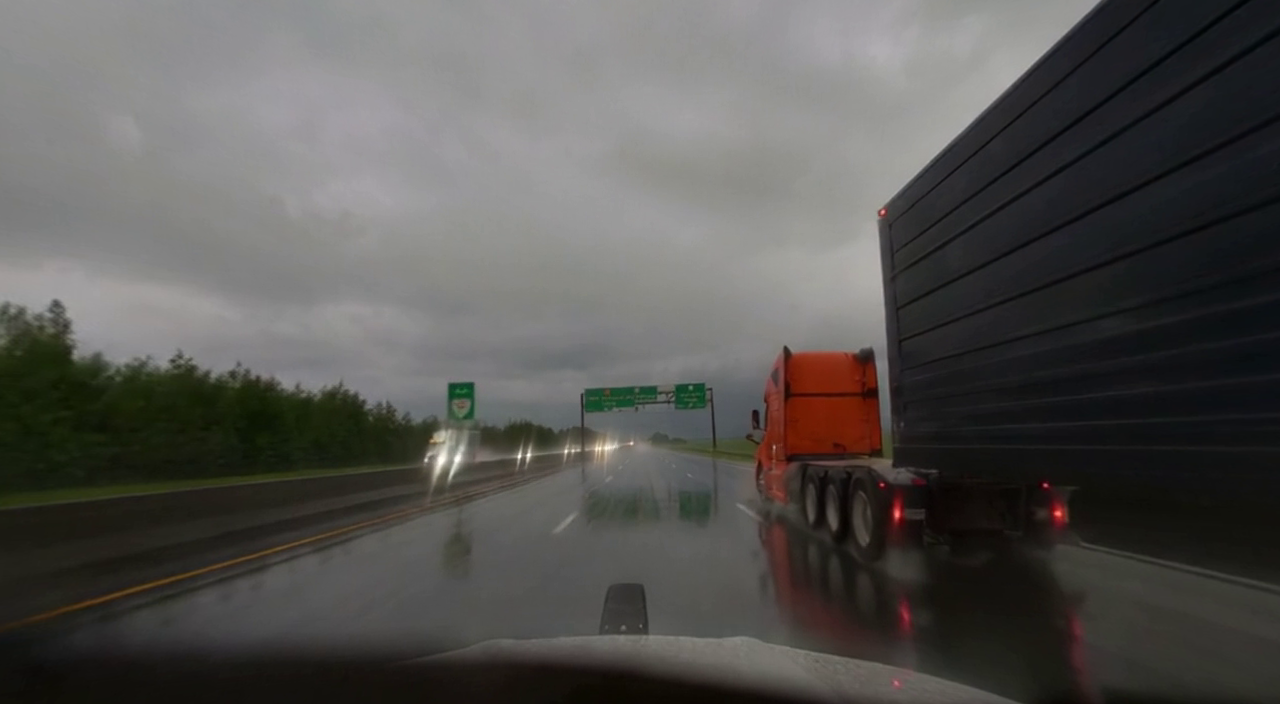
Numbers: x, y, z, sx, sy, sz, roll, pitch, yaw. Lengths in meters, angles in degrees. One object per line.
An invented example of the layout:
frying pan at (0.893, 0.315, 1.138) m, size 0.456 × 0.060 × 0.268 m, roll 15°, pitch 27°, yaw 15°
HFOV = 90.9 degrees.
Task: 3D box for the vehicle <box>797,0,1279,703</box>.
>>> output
vehicle at (4.093, -0.160, 3.584) m, size 3.060 × 4.100 × 13.141 m, roll 0°, pitch -9°, yaw 0°

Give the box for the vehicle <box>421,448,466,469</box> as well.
vehicle at (-14.465, 7.870, 46.651) m, size 1.869 × 1.464 × 4.207 m, roll 0°, pitch -9°, yaw 1°
